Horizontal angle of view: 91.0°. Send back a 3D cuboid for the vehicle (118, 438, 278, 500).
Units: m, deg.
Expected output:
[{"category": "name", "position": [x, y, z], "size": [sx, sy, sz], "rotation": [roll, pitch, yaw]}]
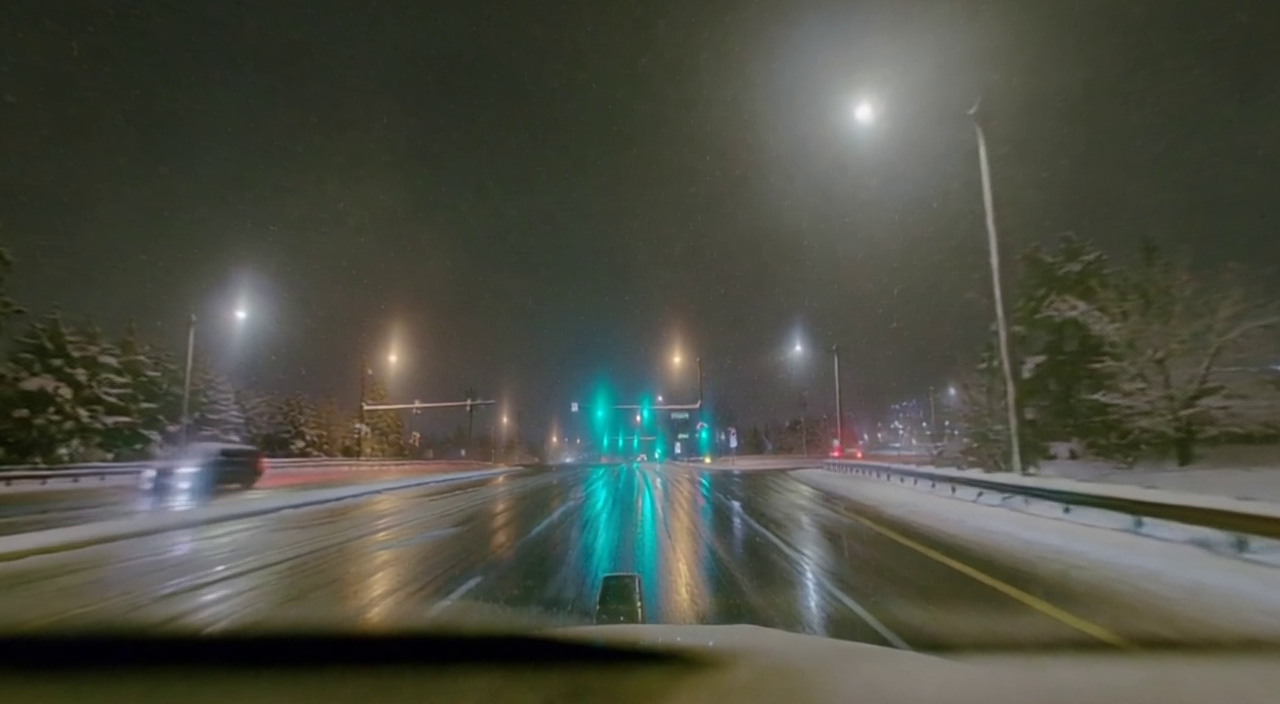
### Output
[{"category": "vehicle", "position": [-13.855, 3.666, 20.162], "size": [2.020, 1.719, 4.366], "rotation": [0, -9, -2]}]
